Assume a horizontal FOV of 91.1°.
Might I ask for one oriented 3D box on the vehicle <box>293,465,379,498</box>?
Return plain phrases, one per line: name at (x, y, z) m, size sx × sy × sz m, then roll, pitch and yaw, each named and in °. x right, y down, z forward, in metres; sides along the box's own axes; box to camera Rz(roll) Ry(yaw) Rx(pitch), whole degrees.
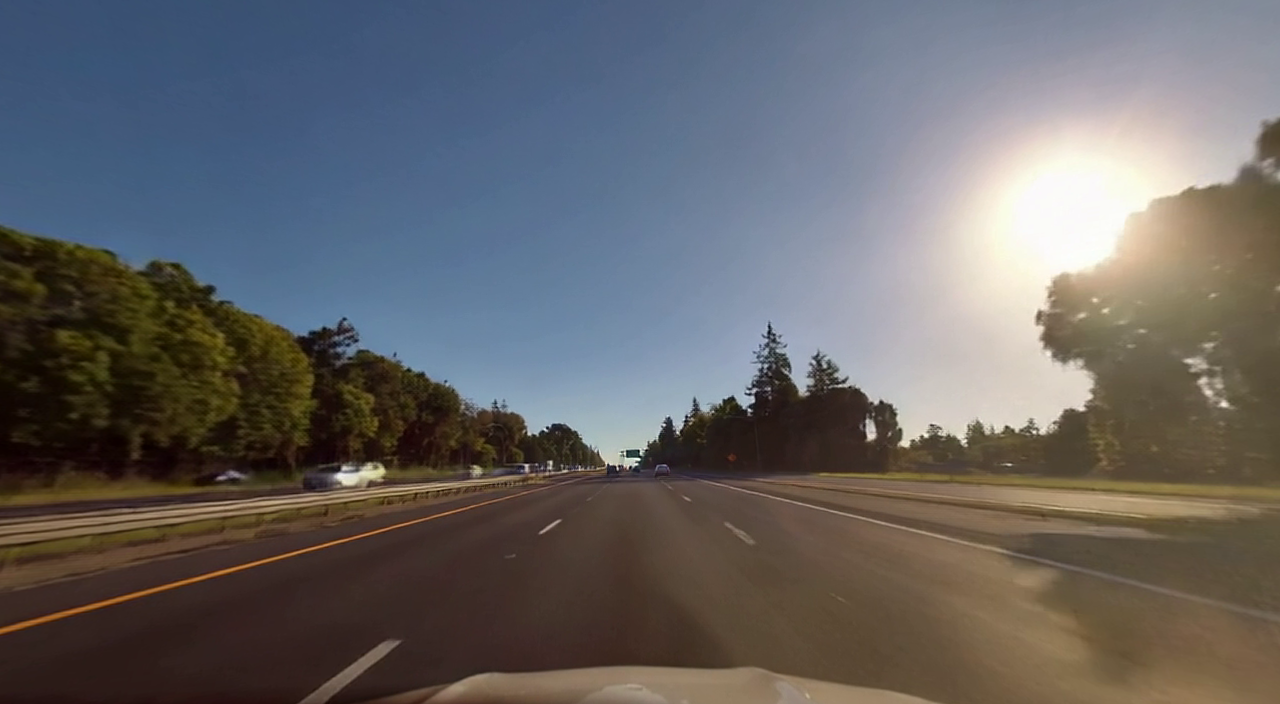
vehicle at (-16.941, 7.227, 35.437) m, size 1.944 × 1.648 × 5.787 m, roll 1°, pitch -10°, yaw 0°
